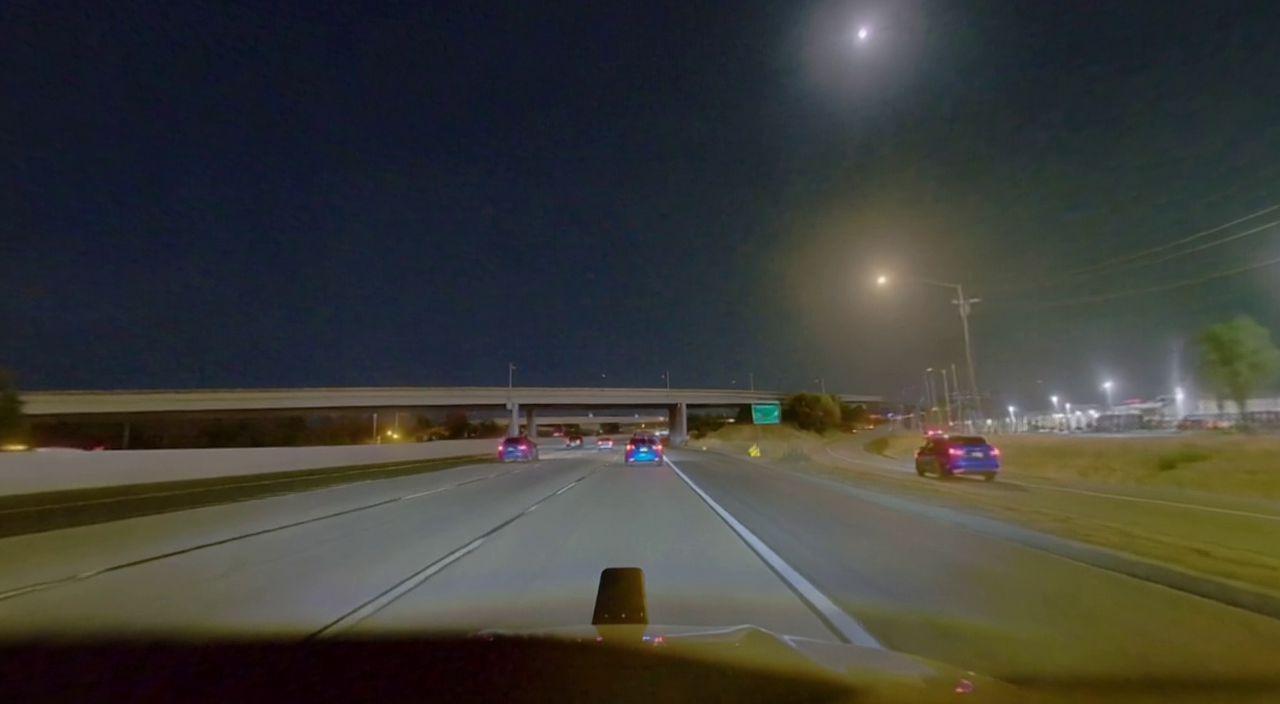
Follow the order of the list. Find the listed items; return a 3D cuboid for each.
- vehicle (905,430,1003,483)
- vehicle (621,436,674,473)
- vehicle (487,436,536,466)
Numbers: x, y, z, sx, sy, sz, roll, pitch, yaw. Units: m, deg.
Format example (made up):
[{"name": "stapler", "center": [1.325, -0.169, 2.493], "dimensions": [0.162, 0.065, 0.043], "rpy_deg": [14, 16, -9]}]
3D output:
[{"name": "vehicle", "center": [12.021, 4.010, 24.510], "dimensions": [2.095, 1.674, 4.530], "rpy_deg": [3, -8, 8]}, {"name": "vehicle", "center": [0.263, 4.494, 27.757], "dimensions": [2.145, 1.493, 4.146], "rpy_deg": [0, -9, -1]}, {"name": "vehicle", "center": [-7.679, 5.953, 38.132], "dimensions": [2.067, 1.682, 4.388], "rpy_deg": [0, -9, 0]}]
